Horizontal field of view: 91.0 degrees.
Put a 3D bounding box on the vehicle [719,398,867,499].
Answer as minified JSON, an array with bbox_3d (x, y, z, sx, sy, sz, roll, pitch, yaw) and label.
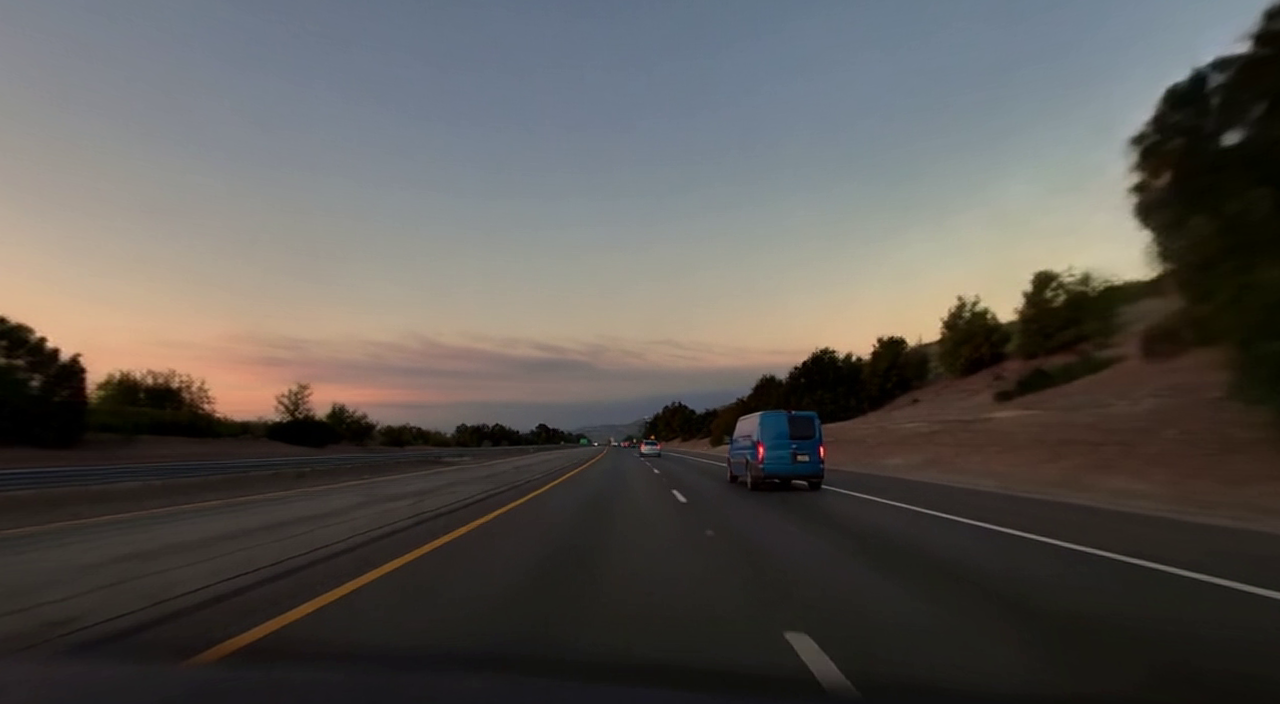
[{"bbox_3d":[3.439,2.315,15.321,2.269,2.048,4.679,0,-8,-2],"label":"vehicle"}]

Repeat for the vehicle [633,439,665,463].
[{"bbox_3d":[0.545,6.445,41.111,2.005,1.466,3.739,0,-8,0],"label":"vehicle"}]
